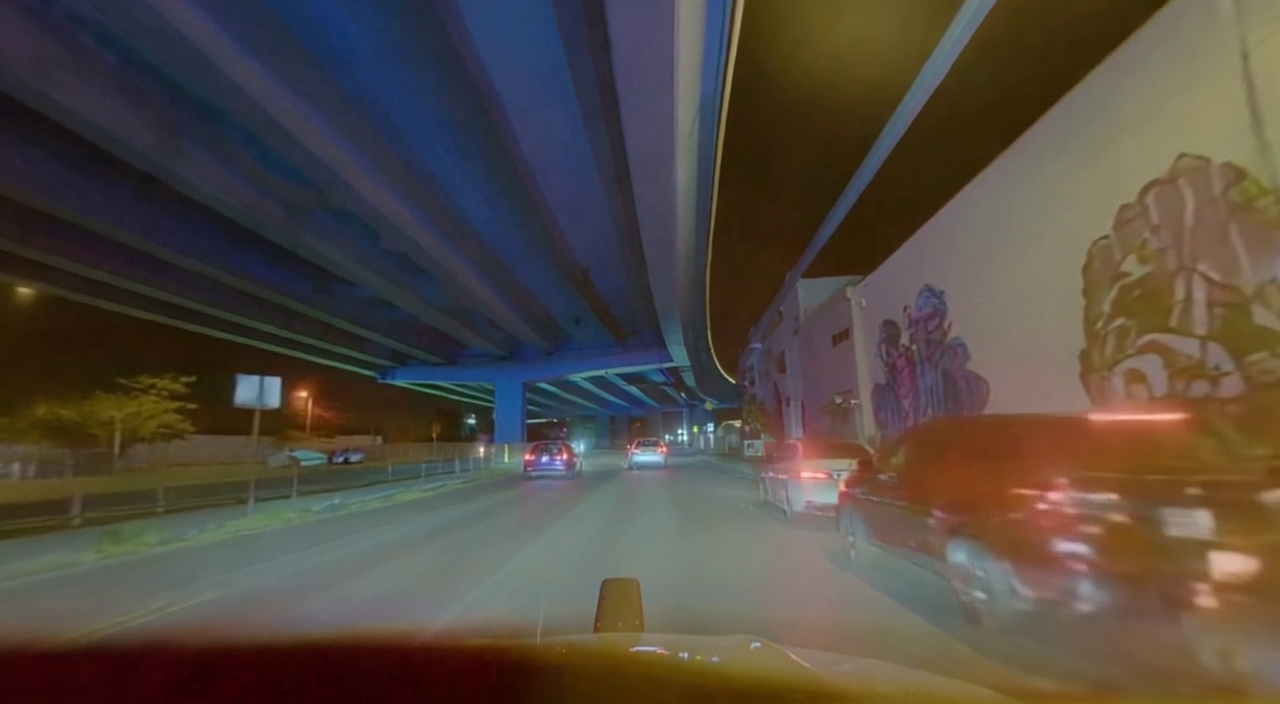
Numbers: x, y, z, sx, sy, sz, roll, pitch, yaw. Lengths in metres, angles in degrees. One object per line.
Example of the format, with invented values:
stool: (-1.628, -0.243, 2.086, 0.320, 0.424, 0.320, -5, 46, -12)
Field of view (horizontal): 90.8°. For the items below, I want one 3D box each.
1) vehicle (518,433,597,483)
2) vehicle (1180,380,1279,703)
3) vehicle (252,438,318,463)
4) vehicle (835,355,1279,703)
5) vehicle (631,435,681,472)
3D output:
vehicle: (-2.750, 3.667, 22.159, 2.024, 1.533, 4.549, 0, -8, 2)
vehicle: (3.288, 0.663, 0.579, 1.983, 1.589, 4.010, 0, -8, 0)
vehicle: (-27.205, 7.539, 48.619, 2.174, 1.824, 4.764, 0, -8, 2)
vehicle: (3.351, 1.211, 5.421, 2.043, 1.796, 4.242, 0, -8, 1)
vehicle: (0.742, 4.681, 29.279, 2.155, 1.571, 3.734, 0, -8, 2)
